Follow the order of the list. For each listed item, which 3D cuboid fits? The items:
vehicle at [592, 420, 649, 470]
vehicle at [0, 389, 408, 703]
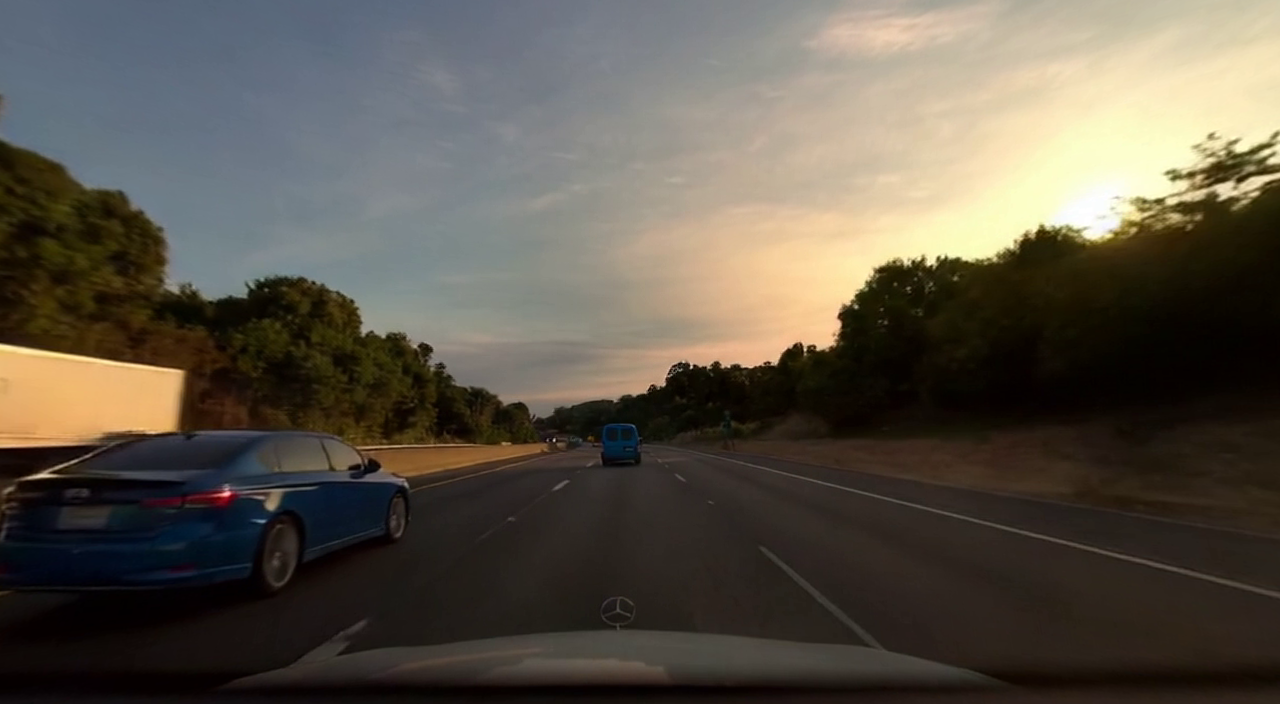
[{"bbox_3d":[-0.816,4.090,27.867,2.297,2.011,4.736,0,-8,0],"label":"vehicle"},{"bbox_3d":[-3.743,1.168,4.748,2.096,1.537,4.700,0,-7,1],"label":"vehicle"}]
